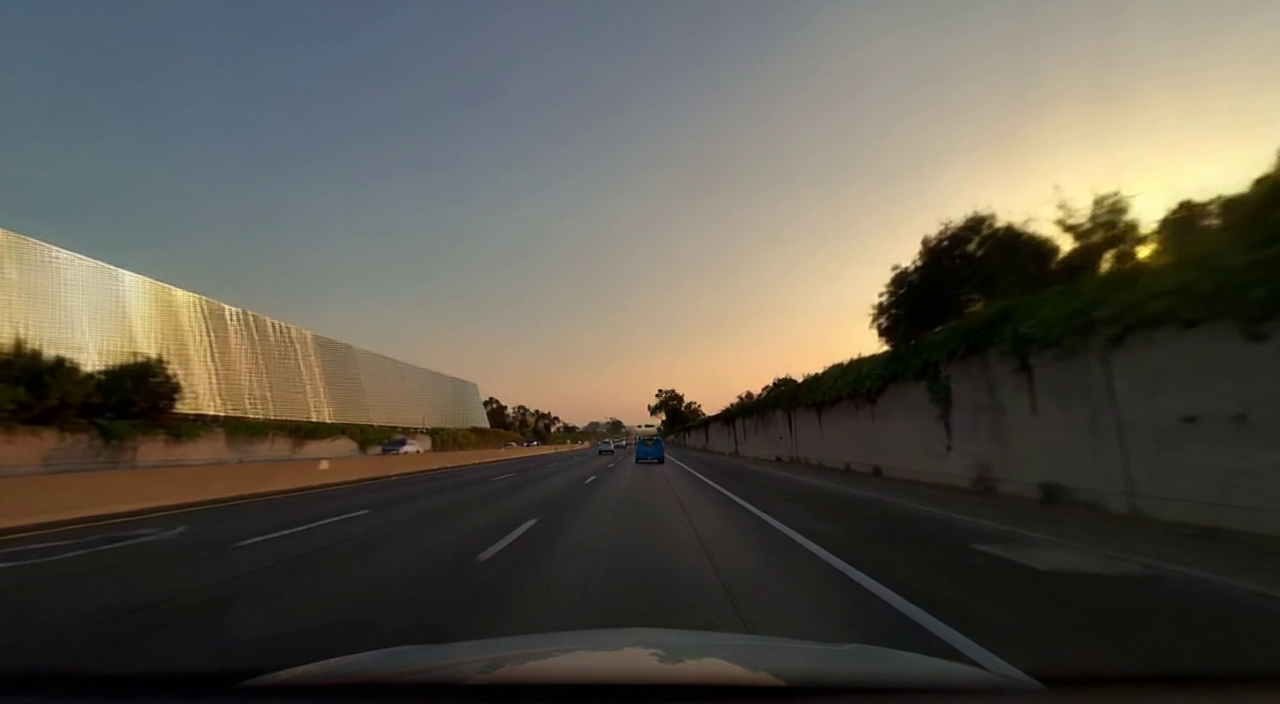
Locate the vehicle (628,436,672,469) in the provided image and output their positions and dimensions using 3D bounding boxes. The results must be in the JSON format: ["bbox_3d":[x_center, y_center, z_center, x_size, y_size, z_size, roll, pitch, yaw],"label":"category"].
[{"bbox_3d":[0.470,4.904,30.866,1.997,1.484,3.409,0,-8,0],"label":"vehicle"}]
